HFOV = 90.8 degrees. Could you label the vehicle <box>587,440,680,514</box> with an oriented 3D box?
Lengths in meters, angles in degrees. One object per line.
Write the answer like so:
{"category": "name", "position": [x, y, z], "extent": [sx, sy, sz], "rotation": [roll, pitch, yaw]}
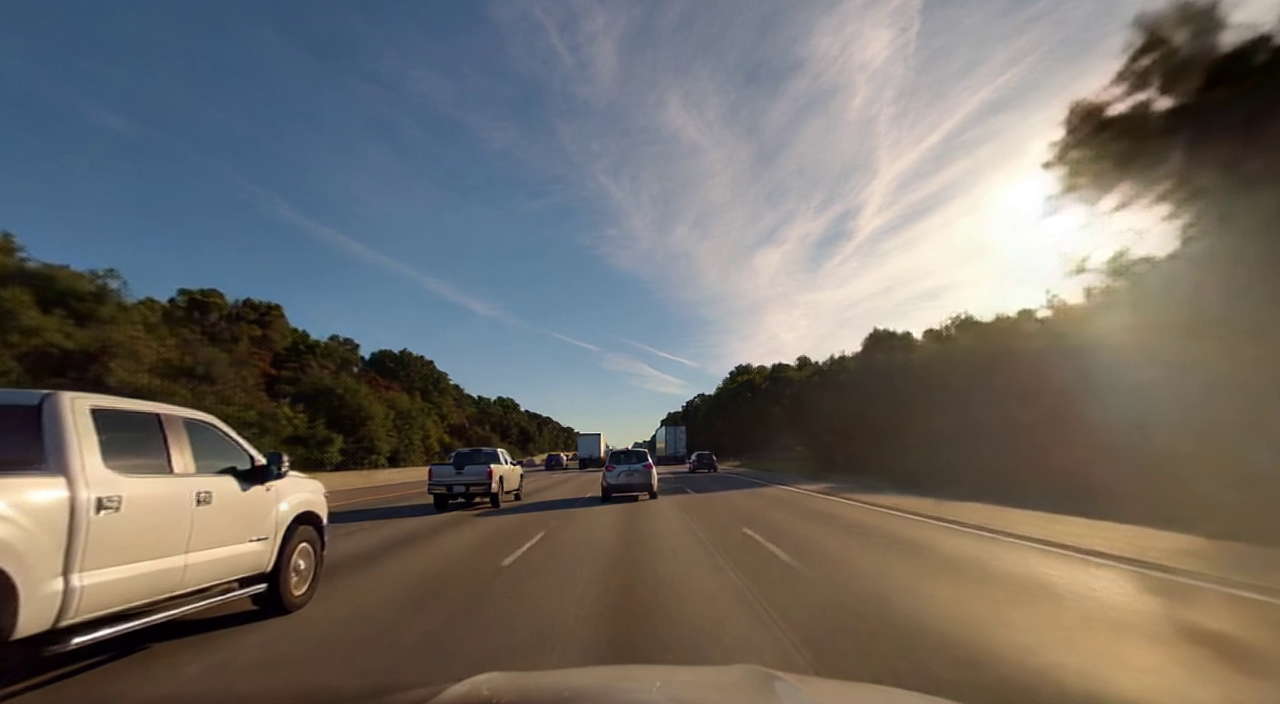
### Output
{"category": "vehicle", "position": [-0.151, 2.963, 15.301], "extent": [1.996, 1.574, 3.426], "rotation": [0, -9, 0]}

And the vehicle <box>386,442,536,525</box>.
{"category": "vehicle", "position": [-3.678, 2.790, 13.946], "extent": [1.988, 1.501, 4.438], "rotation": [0, -9, 0]}

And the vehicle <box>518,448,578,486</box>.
{"category": "vehicle", "position": [-3.872, 4.932, 27.318], "extent": [1.999, 1.484, 4.269], "rotation": [0, -9, 0]}

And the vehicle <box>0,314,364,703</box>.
{"category": "vehicle", "position": [-3.890, 0.949, 3.728], "extent": [2.243, 1.889, 4.949], "rotation": [0, -9, 0]}

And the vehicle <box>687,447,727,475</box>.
{"category": "vehicle", "position": [3.894, 6.449, 37.369], "extent": [1.858, 1.537, 3.838], "rotation": [0, -9, -1]}
